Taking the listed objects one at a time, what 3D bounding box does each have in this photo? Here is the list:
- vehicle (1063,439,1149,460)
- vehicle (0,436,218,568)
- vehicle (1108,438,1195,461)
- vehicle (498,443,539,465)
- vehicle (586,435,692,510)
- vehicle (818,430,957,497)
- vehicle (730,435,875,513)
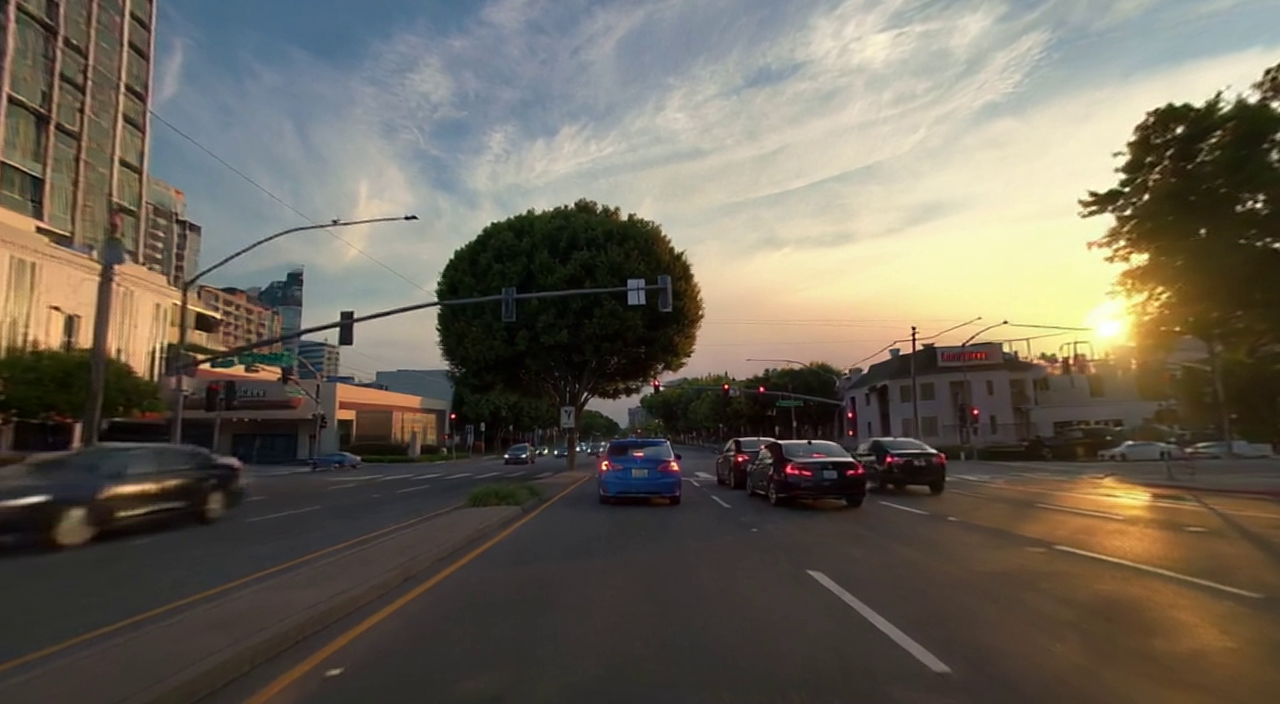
[{"bbox_3d":[34.274,7.189,46.533,4.616,1.476,2.165,1,-9,-3],"label":"vehicle"},{"bbox_3d":[-8.494,2.031,9.218,1.965,1.530,3.883,0,-9,0],"label":"vehicle"},{"bbox_3d":[34.852,6.648,43.142,4.190,1.535,1.998,0,-9,-1],"label":"vehicle"},{"bbox_3d":[-8.759,7.410,45.993,2.004,1.476,4.671,0,-9,1],"label":"vehicle"},{"bbox_3d":[-0.047,2.682,14.472,2.087,1.468,4.014,0,-9,-1],"label":"vehicle"},{"bbox_3d":[7.252,3.332,19.220,2.177,1.774,4.743,0,-9,-2],"label":"vehicle"},{"bbox_3d":[3.472,2.701,14.509,2.018,1.491,4.544,0,-9,-1],"label":"vehicle"}]
